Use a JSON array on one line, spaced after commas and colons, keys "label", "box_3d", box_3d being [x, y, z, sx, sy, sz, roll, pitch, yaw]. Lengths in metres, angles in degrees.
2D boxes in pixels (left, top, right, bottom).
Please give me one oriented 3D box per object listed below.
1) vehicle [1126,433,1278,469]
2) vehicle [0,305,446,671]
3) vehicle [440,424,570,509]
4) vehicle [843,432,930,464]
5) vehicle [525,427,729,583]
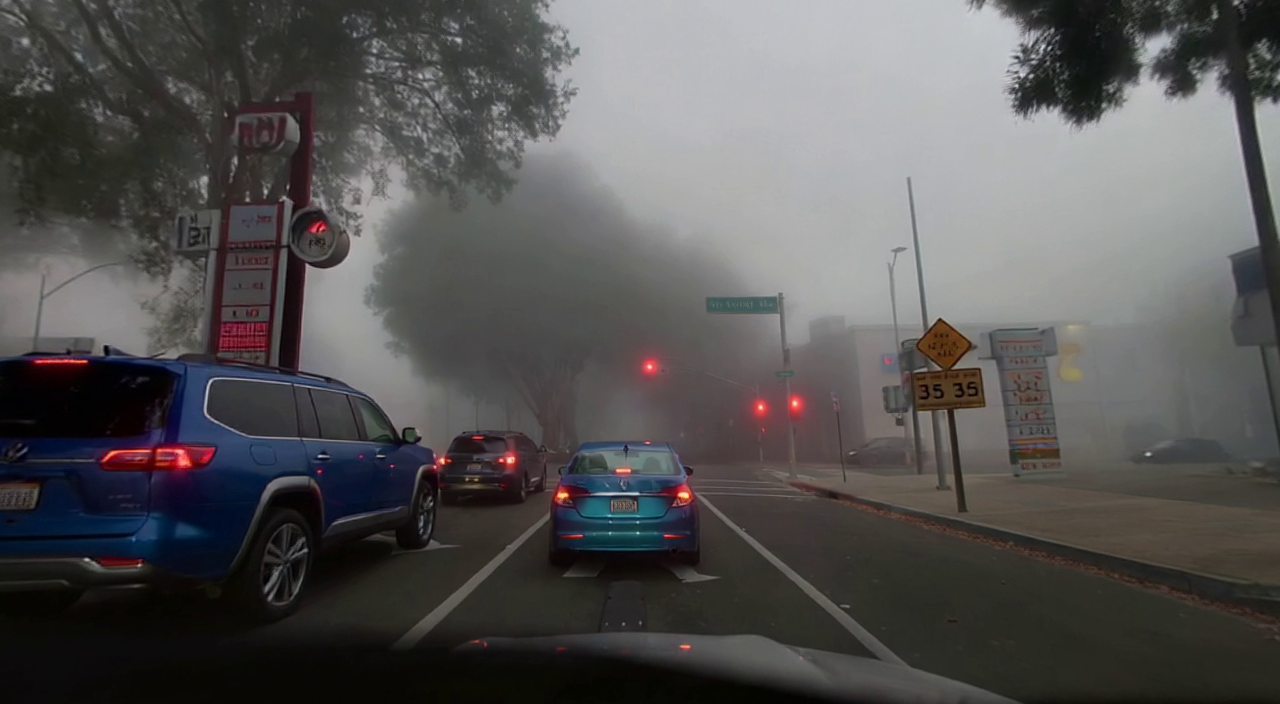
[{"label": "vehicle", "box_3d": [25.358, 4.486, 28.495, 1.845, 1.476, 4.809, 6, -11, -40]}, {"label": "vehicle", "box_3d": [-3.815, 1.133, 6.219, 2.152, 2.118, 5.066, 0, -8, 0]}, {"label": "vehicle", "box_3d": [-2.923, 2.594, 14.604, 2.047, 1.664, 4.148, 0, -8, 1]}, {"label": "vehicle", "box_3d": [13.866, 5.445, 35.562, 4.116, 1.719, 2.069, -1, -9, 6]}, {"label": "vehicle", "box_3d": [-0.161, 1.787, 8.192, 1.966, 1.481, 4.146, 0, -8, -1]}]
